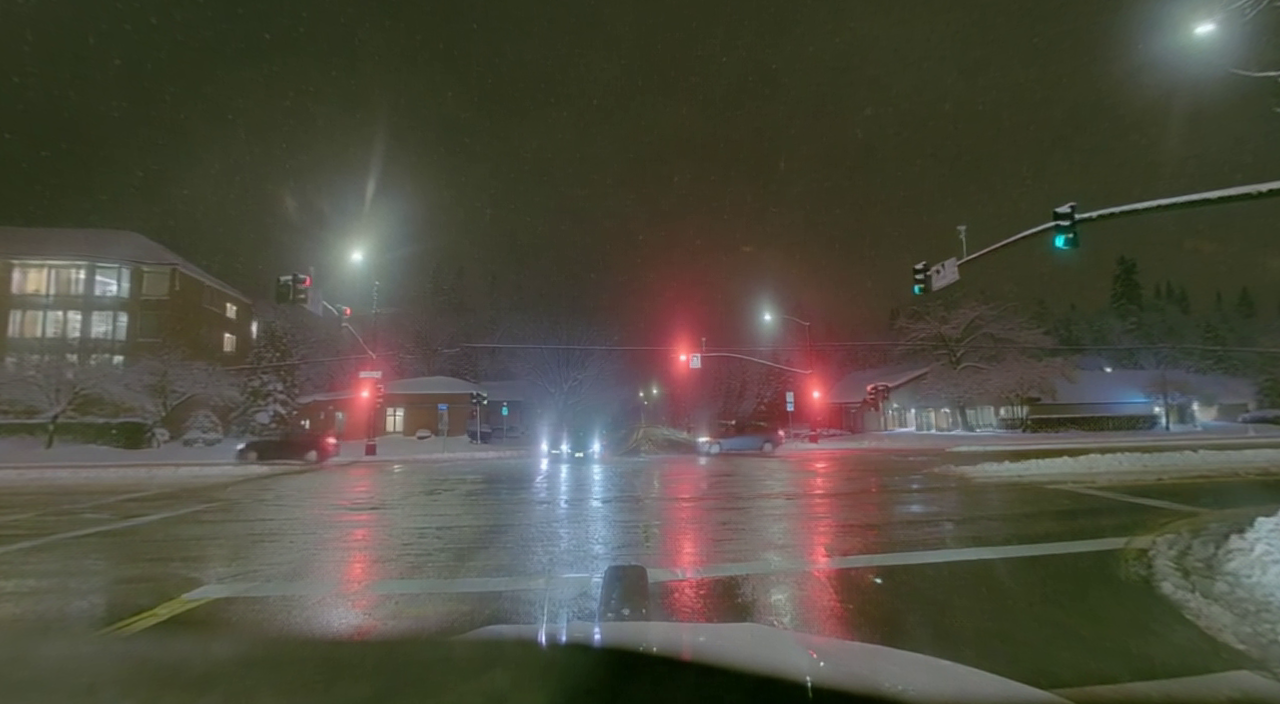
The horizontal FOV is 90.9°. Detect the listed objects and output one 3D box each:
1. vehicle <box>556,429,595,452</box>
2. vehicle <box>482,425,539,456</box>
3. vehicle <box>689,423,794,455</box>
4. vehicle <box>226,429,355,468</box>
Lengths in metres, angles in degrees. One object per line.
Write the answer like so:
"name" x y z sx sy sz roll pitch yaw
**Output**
"vehicle" -4.397 6.168 43.767 1.919 1.467 4.086 -1 -9 5
"vehicle" -8.297 5.746 40.915 2.000 1.864 5.044 -1 -9 7
"vehicle" 4.731 4.092 29.694 4.510 1.431 1.884 1 -9 -8
"vehicle" -14.960 4.159 27.239 4.407 1.569 1.859 1 -9 -10
